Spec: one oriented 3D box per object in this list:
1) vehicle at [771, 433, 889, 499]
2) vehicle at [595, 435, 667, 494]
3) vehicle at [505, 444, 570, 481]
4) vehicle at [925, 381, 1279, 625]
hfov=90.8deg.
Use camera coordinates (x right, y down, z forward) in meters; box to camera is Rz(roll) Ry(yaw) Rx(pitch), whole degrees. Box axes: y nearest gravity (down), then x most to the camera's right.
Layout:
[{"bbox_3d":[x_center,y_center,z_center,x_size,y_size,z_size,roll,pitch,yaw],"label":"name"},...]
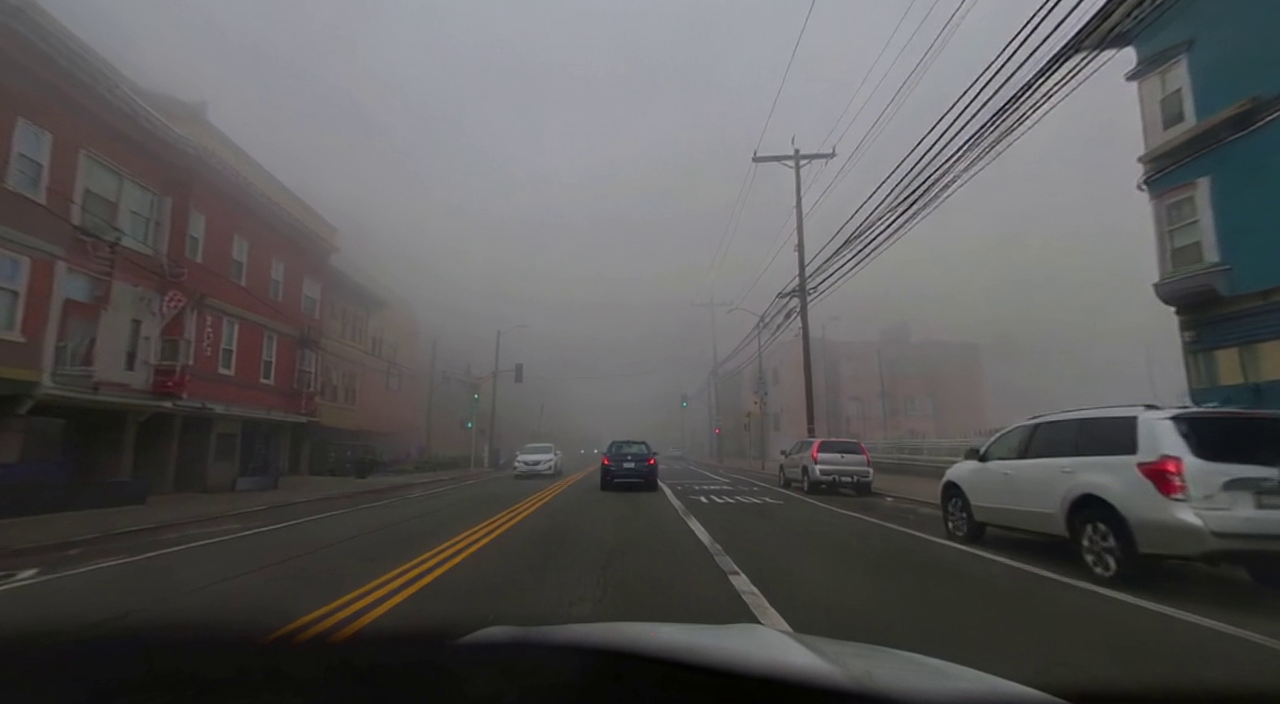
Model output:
[{"bbox_3d":[6.166,3.765,21.413,2.197,1.917,5.637,0,-8,-1],"label":"vehicle"},{"bbox_3d":[-0.267,3.416,19.486,1.980,1.635,3.795,0,-8,0],"label":"vehicle"},{"bbox_3d":[-4.459,4.872,28.210,2.181,1.500,4.319,0,-8,0],"label":"vehicle"},{"bbox_3d":[6.134,1.713,8.300,2.208,2.106,5.496,0,-9,0],"label":"vehicle"}]
